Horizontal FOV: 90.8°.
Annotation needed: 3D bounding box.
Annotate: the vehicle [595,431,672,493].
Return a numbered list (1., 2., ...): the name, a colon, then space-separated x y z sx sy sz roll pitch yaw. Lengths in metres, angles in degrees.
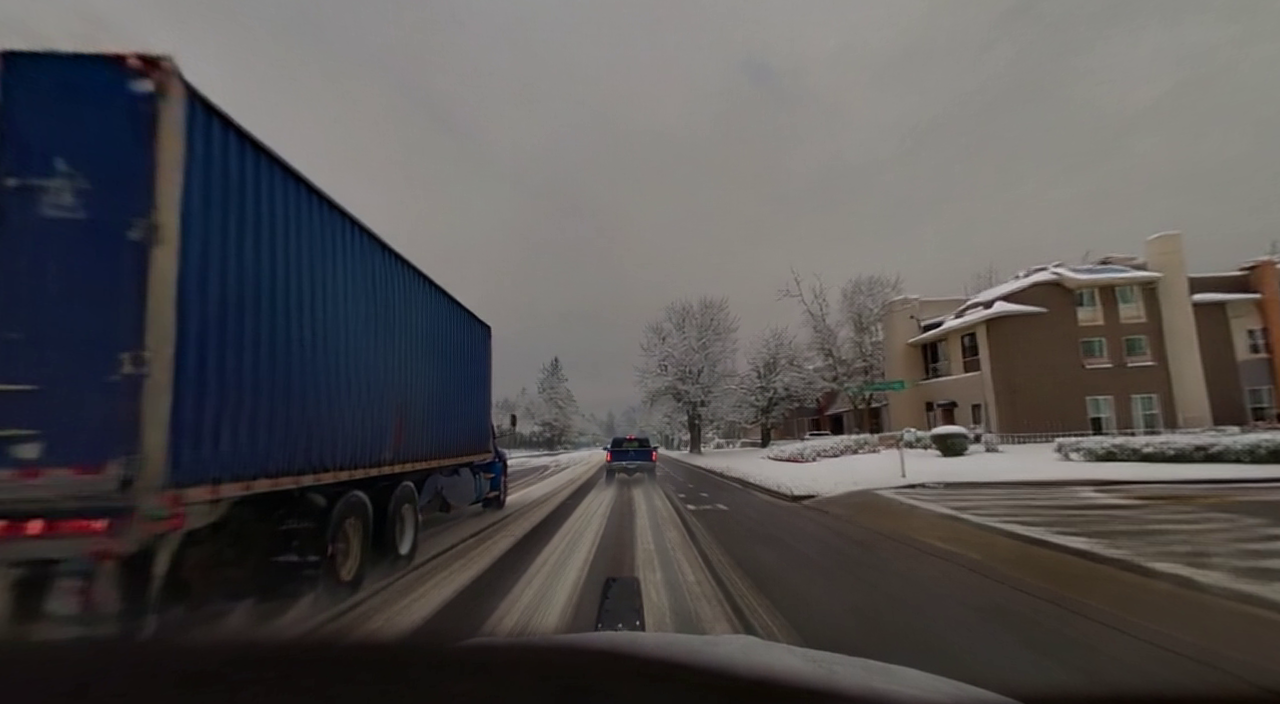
1. vehicle: -0.222 3.303 19.323 2.094 1.682 3.866 0 -8 -1

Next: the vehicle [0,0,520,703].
1. vehicle: -3.894 0.417 7.389 2.996 3.902 10.410 0 -8 -1
